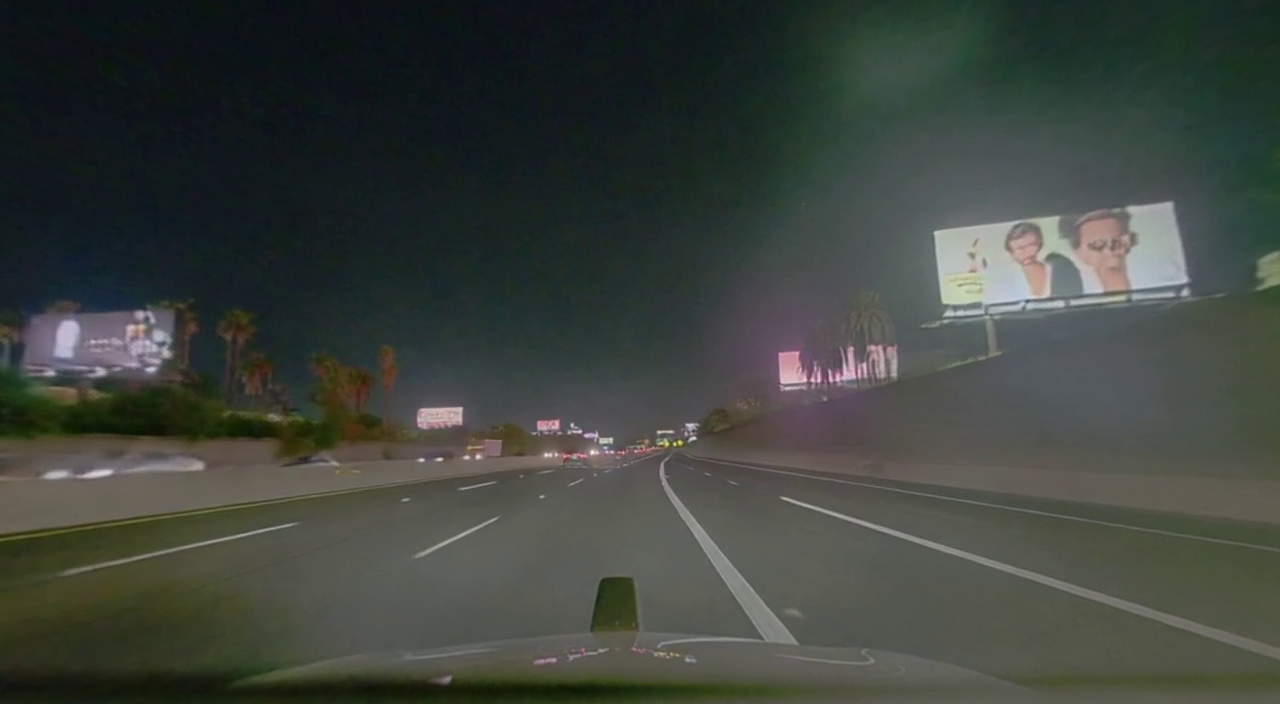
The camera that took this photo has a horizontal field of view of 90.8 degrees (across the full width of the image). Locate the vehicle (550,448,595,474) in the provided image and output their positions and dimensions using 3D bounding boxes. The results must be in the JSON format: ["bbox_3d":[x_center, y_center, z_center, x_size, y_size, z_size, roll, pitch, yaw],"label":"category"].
[{"bbox_3d":[-4.049,6.629,38.700,2.078,1.457,4.648,0,-9,2],"label":"vehicle"}]

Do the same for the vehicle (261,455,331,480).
[{"bbox_3d":[-21.783,7.313,40.181,1.812,1.450,4.503,0,-9,1],"label":"vehicle"}]

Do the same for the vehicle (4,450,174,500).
[{"bbox_3d":[-18.763,4.170,21.872,1.851,1.499,4.488,0,-9,0],"label":"vehicle"}]

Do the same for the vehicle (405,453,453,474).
[{"bbox_3d":[-14.993,7.914,45.058,2.001,1.437,3.855,0,-9,1],"label":"vehicle"}]
